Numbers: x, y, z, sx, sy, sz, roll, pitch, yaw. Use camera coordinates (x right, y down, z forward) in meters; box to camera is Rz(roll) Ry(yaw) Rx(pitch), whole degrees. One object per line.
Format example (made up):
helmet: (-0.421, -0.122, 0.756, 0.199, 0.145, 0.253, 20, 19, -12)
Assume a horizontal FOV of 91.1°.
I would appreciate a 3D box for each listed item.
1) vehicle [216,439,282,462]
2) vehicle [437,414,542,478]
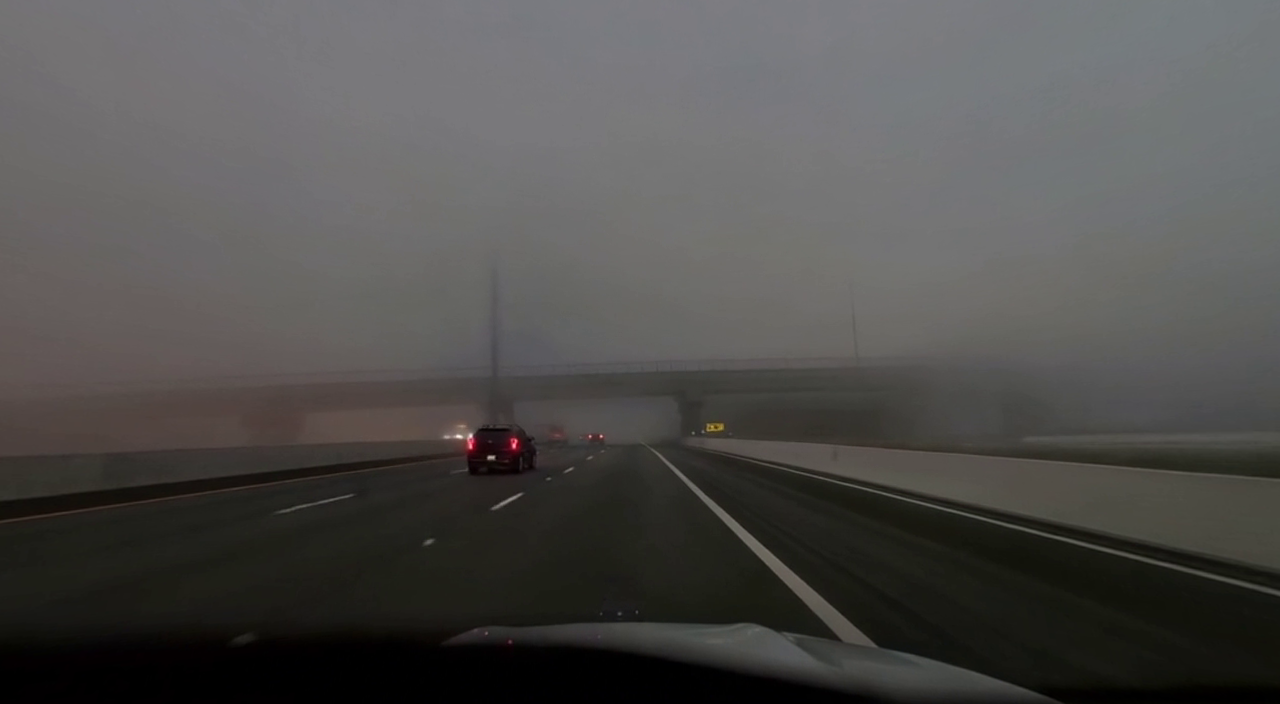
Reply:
vehicle: (-27.177, 6.848, 43.848, 1.819, 1.503, 4.311, 0, -8, -1)
vehicle: (-4.531, 2.917, 19.756, 2.153, 1.730, 4.772, 0, -8, 0)
